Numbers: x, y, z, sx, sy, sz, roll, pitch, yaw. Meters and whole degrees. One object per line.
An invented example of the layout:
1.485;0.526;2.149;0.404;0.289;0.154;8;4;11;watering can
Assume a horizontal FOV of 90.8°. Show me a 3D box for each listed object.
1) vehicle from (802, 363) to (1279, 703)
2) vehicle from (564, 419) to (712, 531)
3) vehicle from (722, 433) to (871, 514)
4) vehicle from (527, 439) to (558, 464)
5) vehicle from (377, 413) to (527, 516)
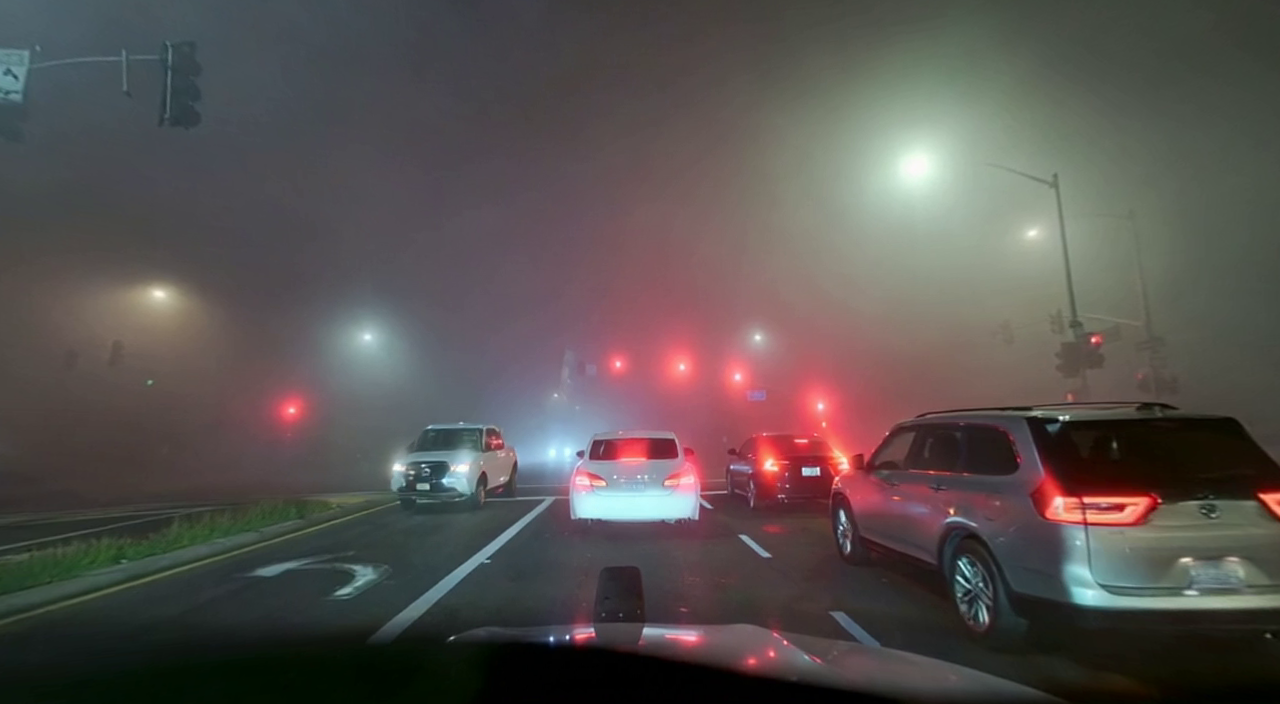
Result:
3.022;1.218;5.283;2.103;1.701;4.294;0;-8;-1;vehicle
-0.080;2.128;11.436;2.188;1.637;4.027;0;-8;-1;vehicle
3.153;2.557;13.794;2.001;1.463;4.398;0;-8;-2;vehicle
-6.919;7.102;45.283;2.037;1.705;4.677;1;-9;-7;vehicle
-3.774;2.349;13.628;2.021;1.837;4.448;0;-8;-2;vehicle
